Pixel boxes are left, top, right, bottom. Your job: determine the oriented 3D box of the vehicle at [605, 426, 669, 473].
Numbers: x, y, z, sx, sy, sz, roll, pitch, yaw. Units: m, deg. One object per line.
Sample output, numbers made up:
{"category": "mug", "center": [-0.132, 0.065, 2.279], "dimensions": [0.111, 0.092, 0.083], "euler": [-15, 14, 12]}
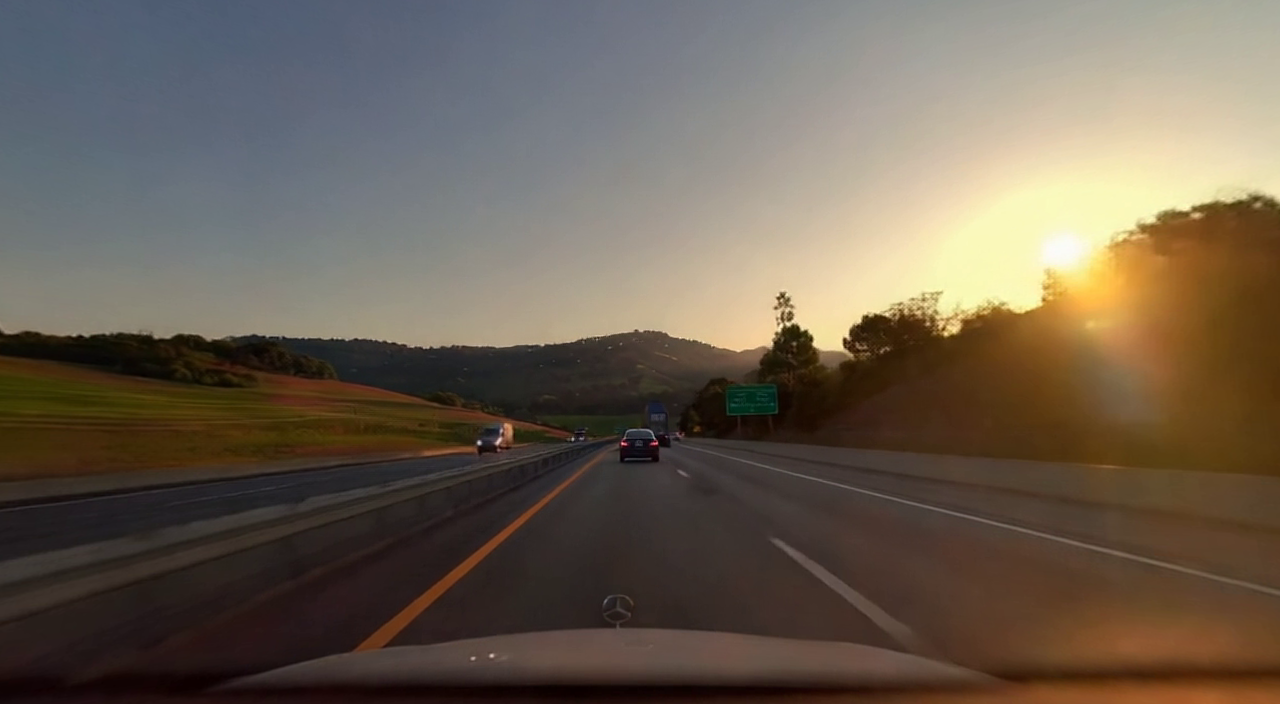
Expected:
{"category": "vehicle", "center": [-0.145, 3.702, 24.233], "dimensions": [2.216, 1.623, 4.220], "euler": [0, -8, -1]}
